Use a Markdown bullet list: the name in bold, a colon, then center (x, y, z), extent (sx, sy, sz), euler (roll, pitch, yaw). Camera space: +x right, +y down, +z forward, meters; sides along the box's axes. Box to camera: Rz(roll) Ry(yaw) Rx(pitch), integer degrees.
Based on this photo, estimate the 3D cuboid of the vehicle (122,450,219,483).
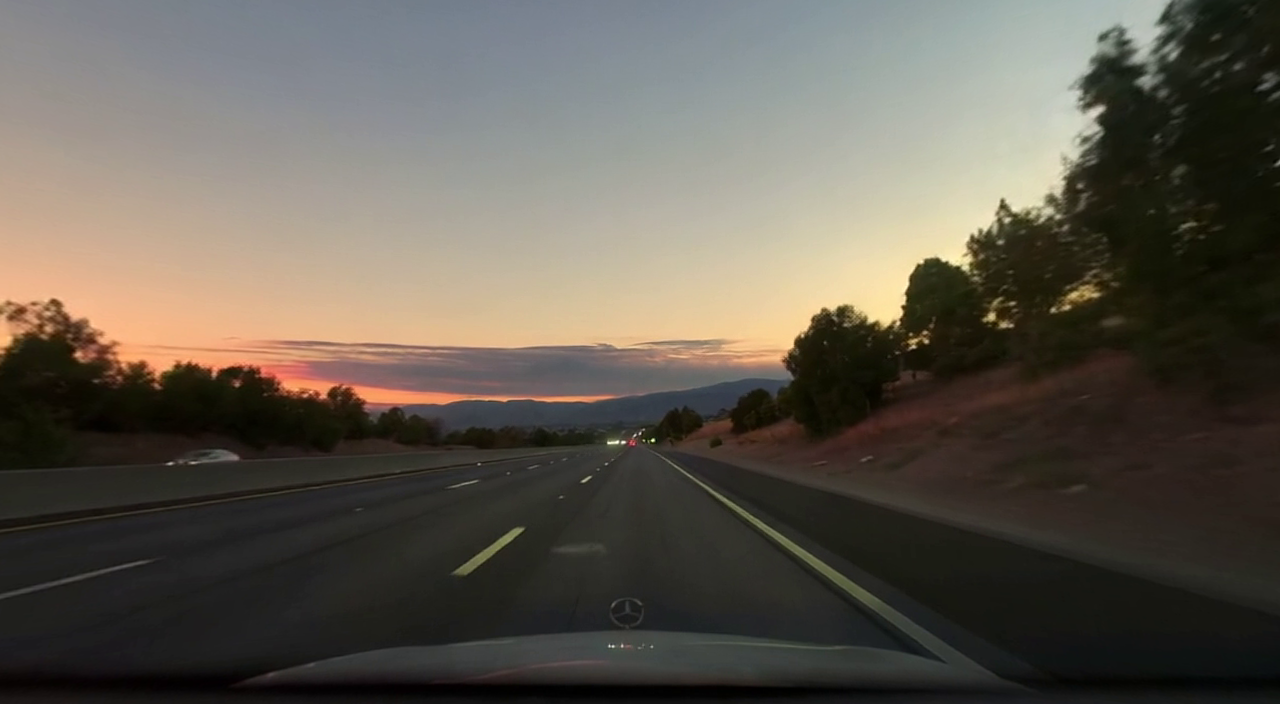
- **vehicle**: center (-23.877, 5.817, 32.102), extent (1.797, 1.517, 4.021), euler (0, -8, 0)
